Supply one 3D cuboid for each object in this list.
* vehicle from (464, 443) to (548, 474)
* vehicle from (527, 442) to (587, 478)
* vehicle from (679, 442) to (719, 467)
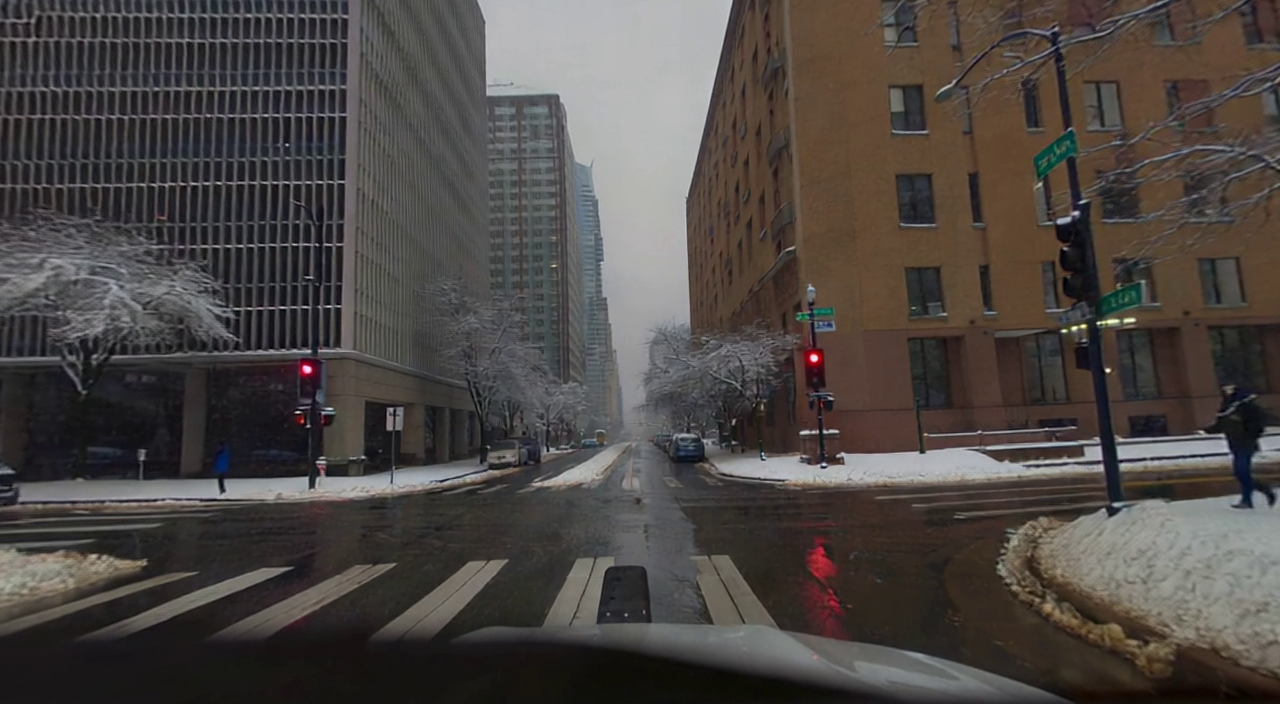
[{"bbox_3d":[-8.018,6.358,38.016,4.526,1.726,1.963,8,-12,-44],"label":"vehicle"},{"bbox_3d":[-3.663,4.845,28.641,1.989,1.481,4.500,0,-8,1],"label":"vehicle"},{"bbox_3d":[3.552,6.279,38.862,1.853,1.426,4.160,1,-8,-3],"label":"vehicle"}]
